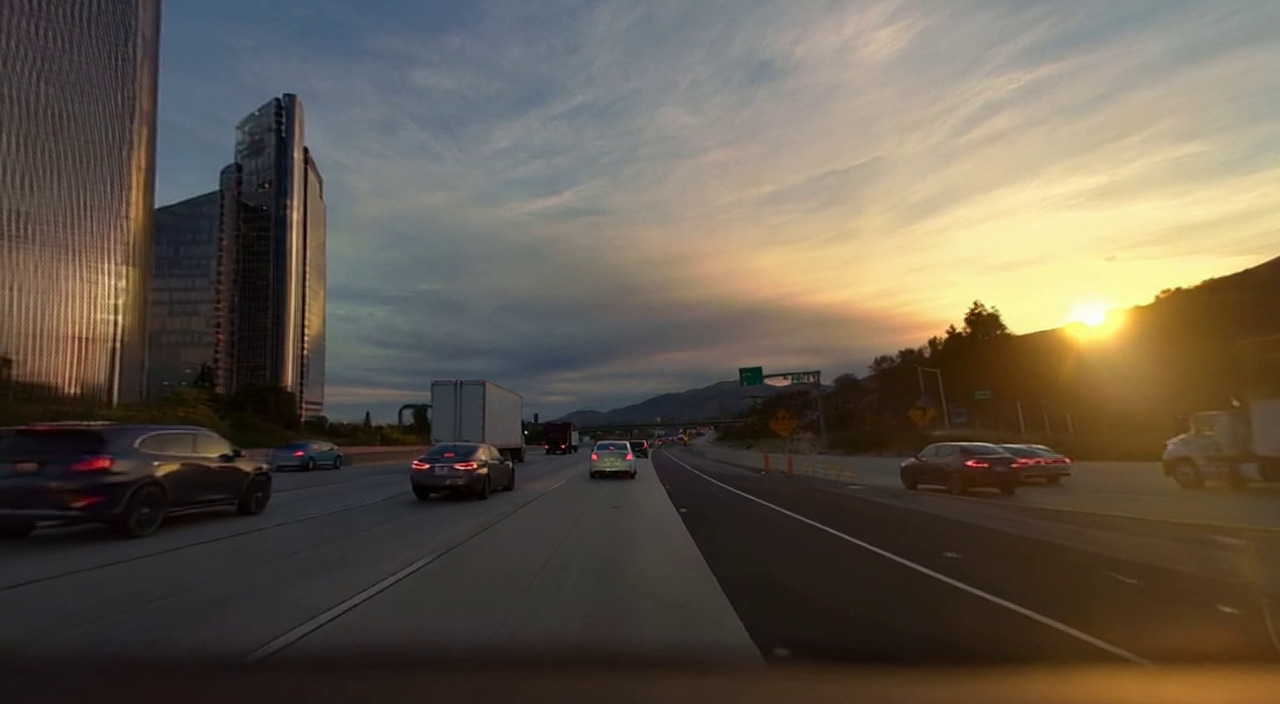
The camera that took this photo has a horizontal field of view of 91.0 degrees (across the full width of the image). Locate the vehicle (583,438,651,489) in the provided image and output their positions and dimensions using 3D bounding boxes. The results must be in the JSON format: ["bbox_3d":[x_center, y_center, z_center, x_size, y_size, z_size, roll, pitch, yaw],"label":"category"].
[{"bbox_3d":[-0.663,3.589,20.620,1.991,1.488,3.922,0,-9,0],"label":"vehicle"}]

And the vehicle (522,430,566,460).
[{"bbox_3d":[-7.020,6.894,46.819,2.339,2.059,5.359,0,-9,1],"label":"vehicle"}]

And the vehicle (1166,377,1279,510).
[{"bbox_3d":[21.313,2.540,17.497,3.015,3.855,9.519,7,-11,-38],"label":"vehicle"}]

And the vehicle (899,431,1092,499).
[{"bbox_3d":[11.913,3.814,21.740,2.415,1.972,5.572,3,-9,-17],"label":"vehicle"}]

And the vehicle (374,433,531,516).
[{"bbox_3d":[-3.857,2.594,13.853,2.016,1.497,4.235,0,-9,2],"label":"vehicle"}]

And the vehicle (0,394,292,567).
[{"bbox_3d":[-7.548,1.718,9.138,2.190,1.821,4.800,0,-9,0],"label":"vehicle"}]
